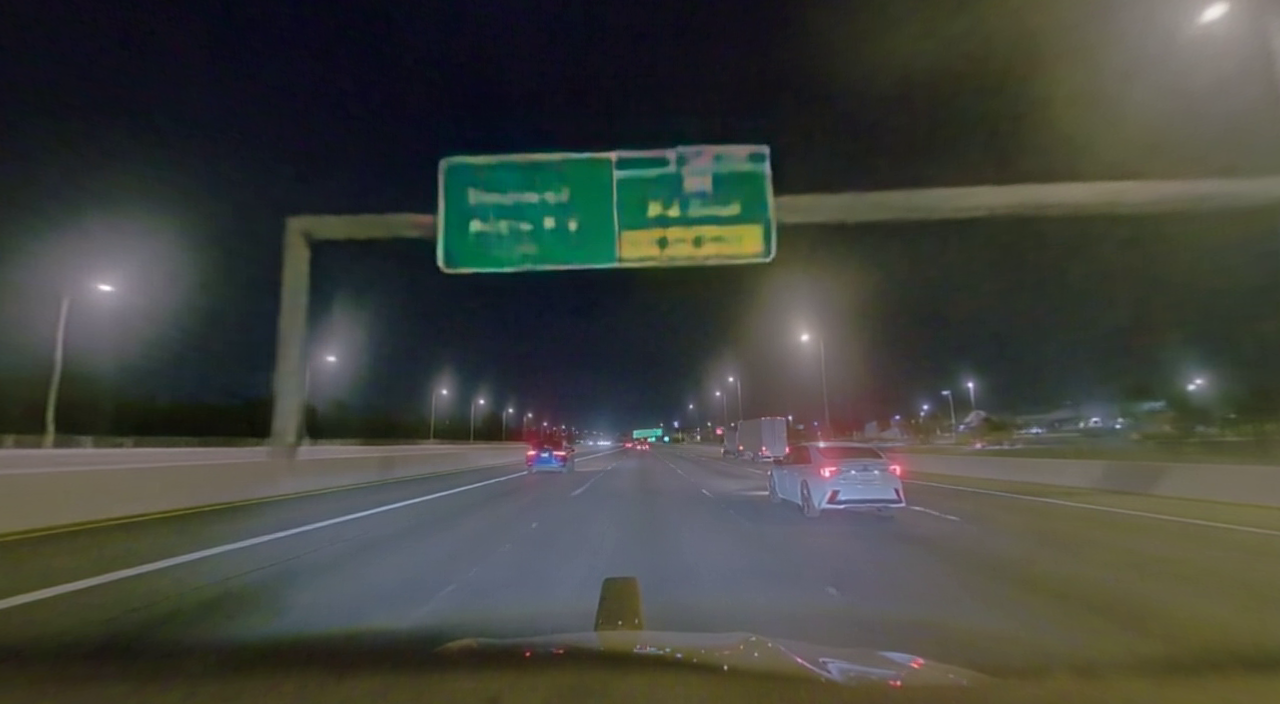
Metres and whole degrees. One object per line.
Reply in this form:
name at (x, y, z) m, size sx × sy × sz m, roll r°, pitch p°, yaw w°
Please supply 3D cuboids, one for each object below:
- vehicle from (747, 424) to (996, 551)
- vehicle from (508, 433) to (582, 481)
vehicle at (3.304, 2.047, 10.360) m, size 2.107 × 1.550 × 4.949 m, roll 0°, pitch -8°, yaw -1°
vehicle at (-3.711, 4.195, 25.507) m, size 2.193 × 1.746 × 4.512 m, roll 0°, pitch -8°, yaw 1°
